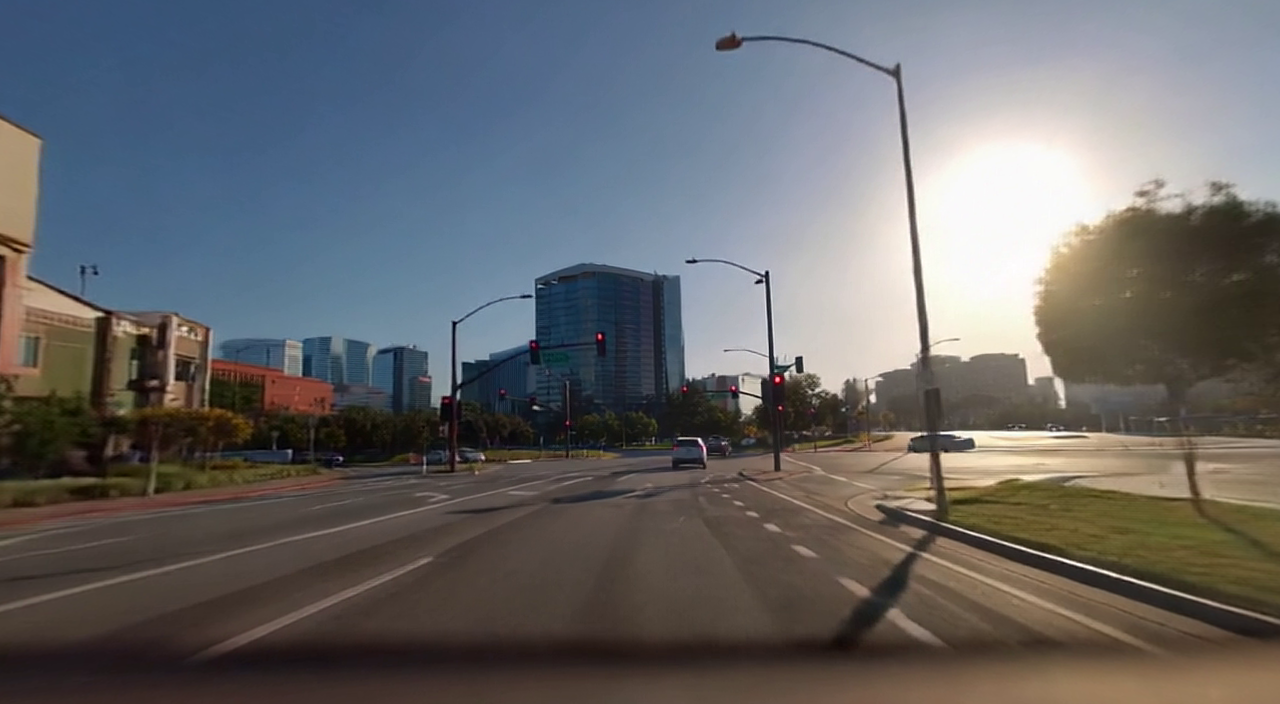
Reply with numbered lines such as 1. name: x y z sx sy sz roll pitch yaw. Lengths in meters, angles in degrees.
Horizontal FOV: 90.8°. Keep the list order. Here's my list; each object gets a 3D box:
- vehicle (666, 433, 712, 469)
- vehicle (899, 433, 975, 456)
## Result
1. vehicle: 2.725 5.349 34.380 2.230 1.827 4.298 -1 -8 8
2. vehicle: 22.300 6.931 47.489 4.952 1.517 1.997 -6 -7 25
